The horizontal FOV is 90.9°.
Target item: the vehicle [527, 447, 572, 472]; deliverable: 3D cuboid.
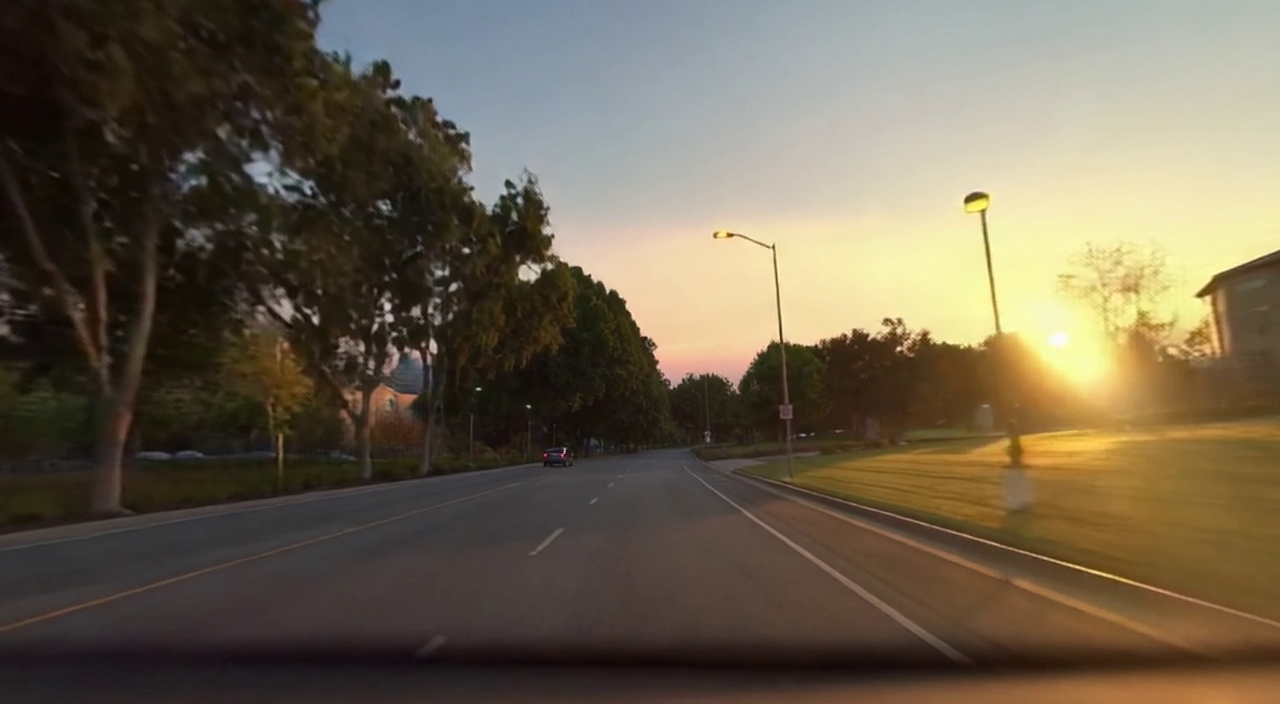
[{"bbox_3d":[-5.520,6.604,39.051,1.945,1.461,4.605,-1,-9,3],"label":"vehicle"}]
